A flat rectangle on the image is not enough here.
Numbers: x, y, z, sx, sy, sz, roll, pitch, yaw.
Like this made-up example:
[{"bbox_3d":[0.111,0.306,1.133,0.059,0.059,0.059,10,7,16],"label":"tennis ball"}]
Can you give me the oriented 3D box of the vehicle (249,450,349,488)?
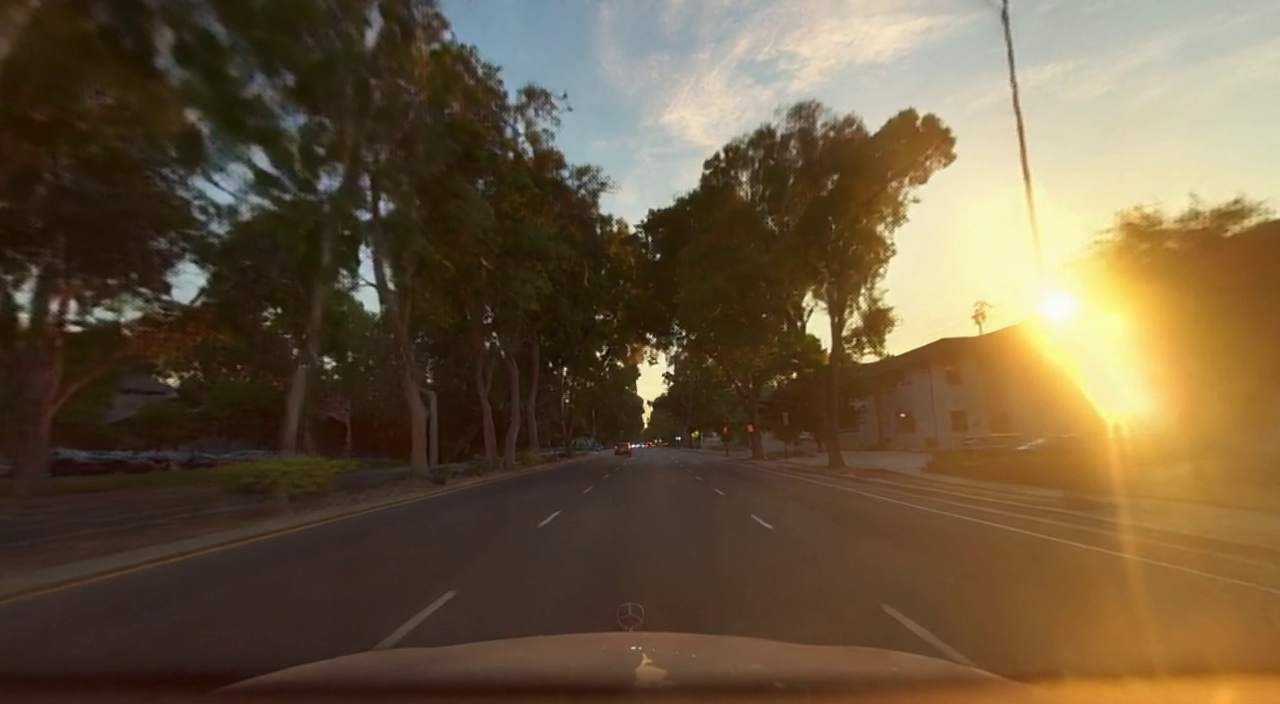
[{"bbox_3d":[-16.353,5.619,30.533,2.168,1.634,4.610,0,-8,2],"label":"vehicle"}]
